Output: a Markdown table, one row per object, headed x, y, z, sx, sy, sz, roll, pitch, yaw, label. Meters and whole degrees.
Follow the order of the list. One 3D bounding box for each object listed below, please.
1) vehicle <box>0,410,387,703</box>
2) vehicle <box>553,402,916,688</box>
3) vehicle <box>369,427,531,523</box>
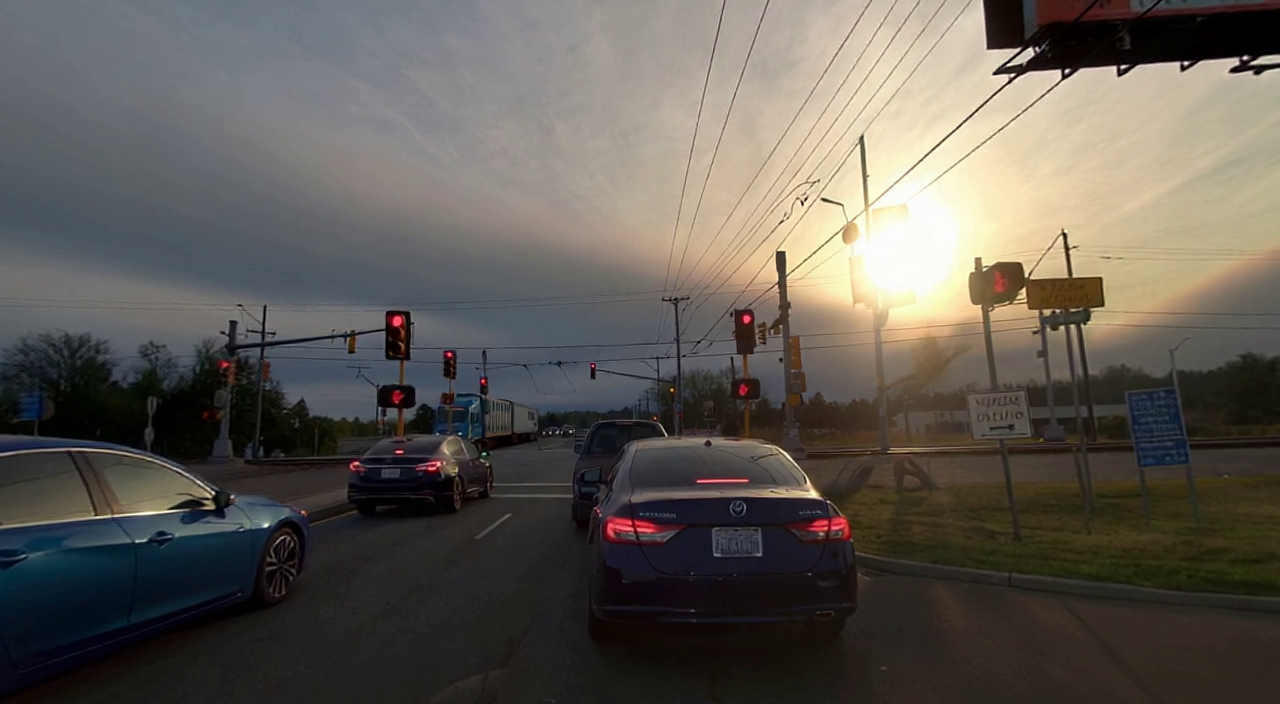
| x | y | z | sx | sy | sz | roll | pitch | yaw | label |
| --- | --- | --- | --- | --- | --- | --- | --- | --- | --- |
| -3.713 | 1.252 | 4.462 | 1.956 | 1.468 | 4.585 | 0 | -9 | 0 | vehicle |
| 0.402 | 1.343 | 5.506 | 1.998 | 1.529 | 3.960 | 1 | -9 | -4 | vehicle |
| -3.361 | 2.263 | 12.086 | 1.984 | 1.505 | 3.982 | 0 | -9 | -2 | vehicle |
